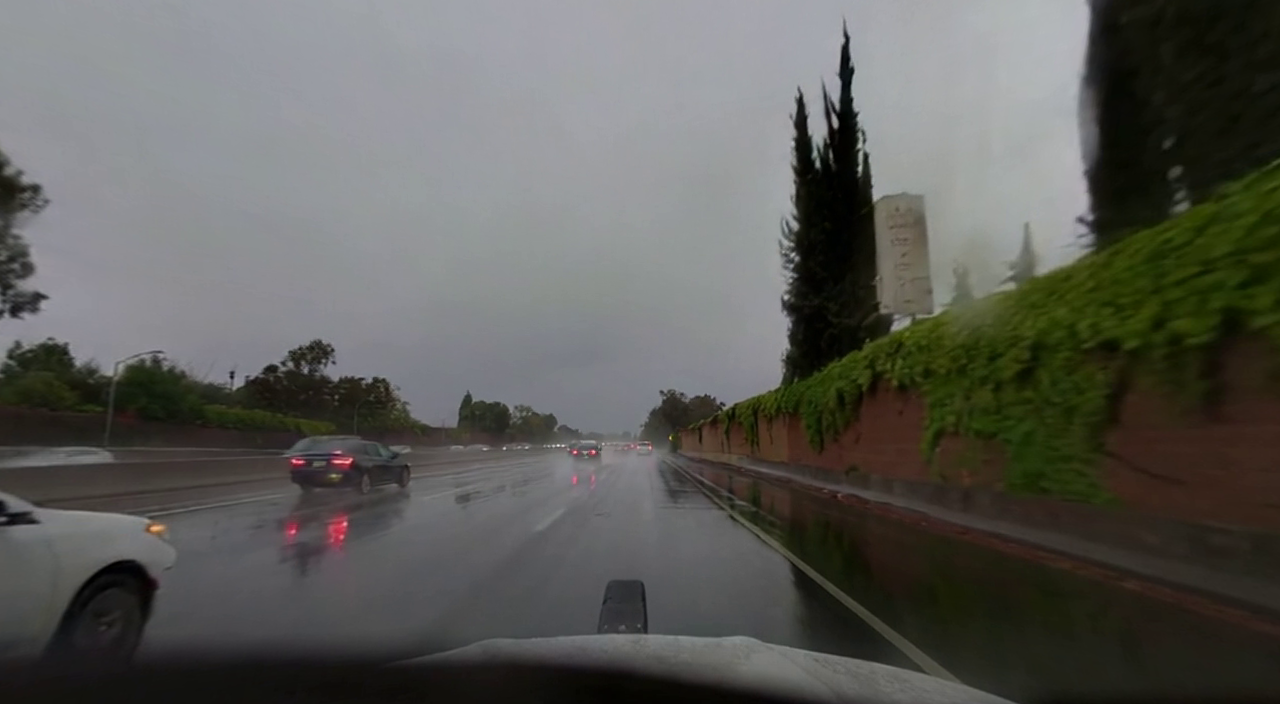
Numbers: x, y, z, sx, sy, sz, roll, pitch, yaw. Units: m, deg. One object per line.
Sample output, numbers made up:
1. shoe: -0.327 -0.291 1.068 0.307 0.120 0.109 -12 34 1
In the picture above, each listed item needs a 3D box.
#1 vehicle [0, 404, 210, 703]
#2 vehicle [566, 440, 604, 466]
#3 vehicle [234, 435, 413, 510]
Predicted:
1. vehicle: -3.753 0.807 1.547 1.945 1.484 4.803 0 -8 1
2. vehicle: -3.585 6.633 41.532 2.036 1.636 4.511 0 -8 1
3. vehicle: -7.142 2.726 14.777 1.942 1.502 4.216 0 -8 1
